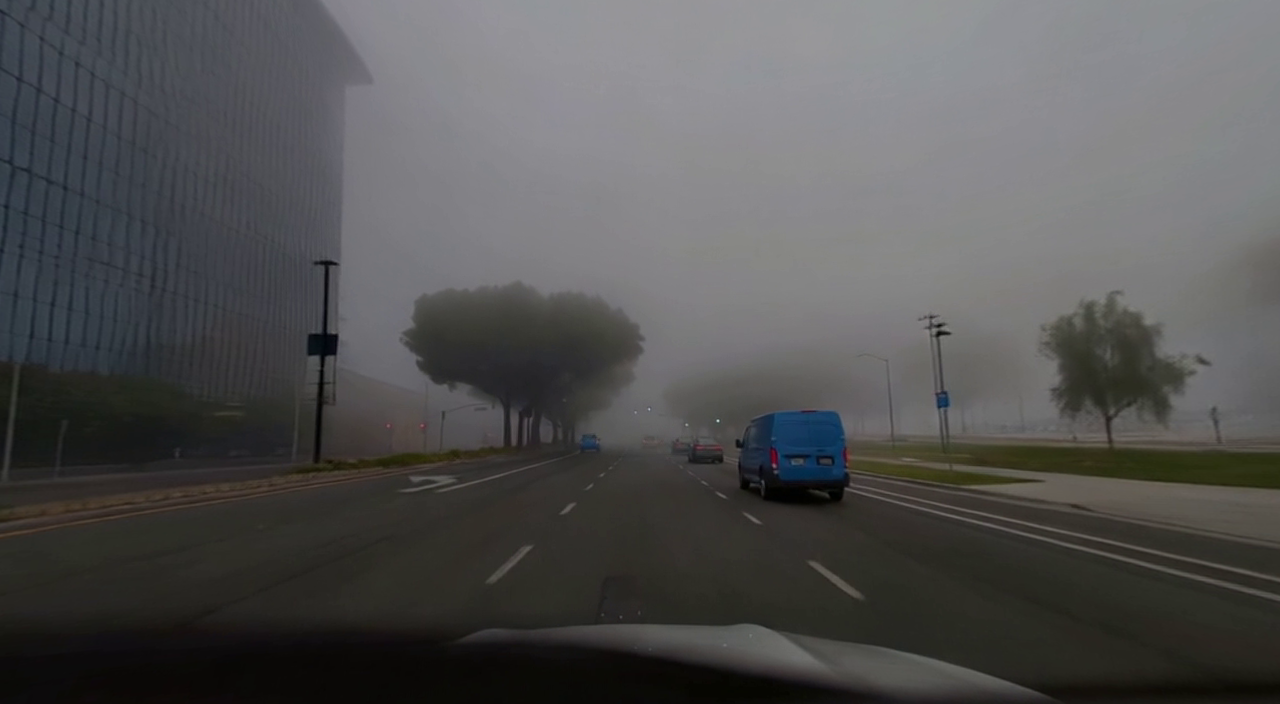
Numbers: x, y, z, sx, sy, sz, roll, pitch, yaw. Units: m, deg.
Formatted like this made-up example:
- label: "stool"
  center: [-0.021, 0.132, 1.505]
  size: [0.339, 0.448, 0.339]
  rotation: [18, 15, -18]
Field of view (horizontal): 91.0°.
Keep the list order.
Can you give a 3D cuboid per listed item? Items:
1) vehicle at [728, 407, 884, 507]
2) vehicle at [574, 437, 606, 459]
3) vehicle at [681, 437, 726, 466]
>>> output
- label: "vehicle"
  center: [3.563, 2.405, 14.767]
  size: [2.200, 1.914, 5.145]
  rotation: [0, -8, -1]
- label: "vehicle"
  center: [-3.454, 6.790, 44.425]
  size: [1.864, 1.464, 4.195]
  rotation: [0, -8, 1]
- label: "vehicle"
  center: [3.378, 5.383, 34.219]
  size: [1.867, 1.493, 4.190]
  rotation: [0, -8, -1]
